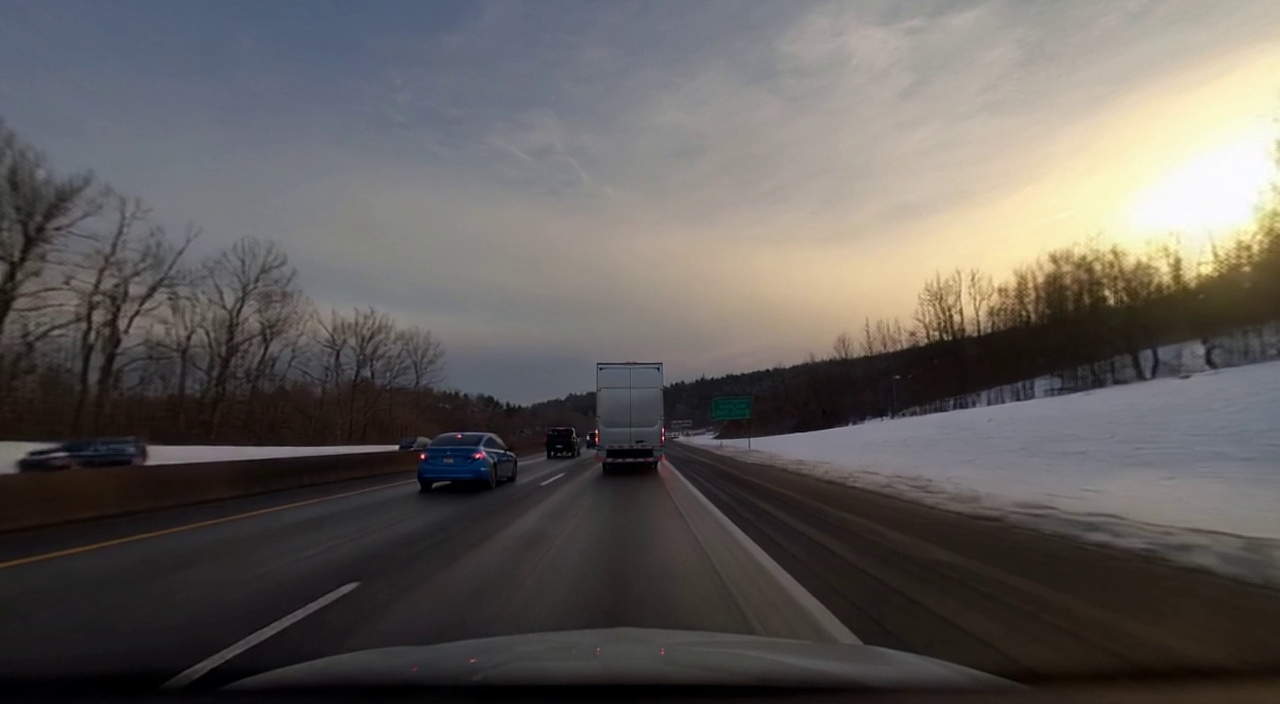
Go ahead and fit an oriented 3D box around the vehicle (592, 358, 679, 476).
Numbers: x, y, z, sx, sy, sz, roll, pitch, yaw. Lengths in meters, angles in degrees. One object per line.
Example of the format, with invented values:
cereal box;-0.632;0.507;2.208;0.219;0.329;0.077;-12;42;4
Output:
vehicle;-0.285;2.907;26.767;2.953;4.041;10.072;0;-8;-1

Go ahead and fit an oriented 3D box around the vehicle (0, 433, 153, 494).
vehicle;-17.951;3.370;19.493;1.992;1.643;4.609;0;-8;0

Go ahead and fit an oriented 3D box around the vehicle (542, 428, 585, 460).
vehicle;-4.617;5.633;38.606;2.019;1.834;4.644;0;-8;0

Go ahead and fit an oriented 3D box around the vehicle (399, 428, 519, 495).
vehicle;-4.638;2.849;16.902;1.931;1.539;4.441;0;-8;0
